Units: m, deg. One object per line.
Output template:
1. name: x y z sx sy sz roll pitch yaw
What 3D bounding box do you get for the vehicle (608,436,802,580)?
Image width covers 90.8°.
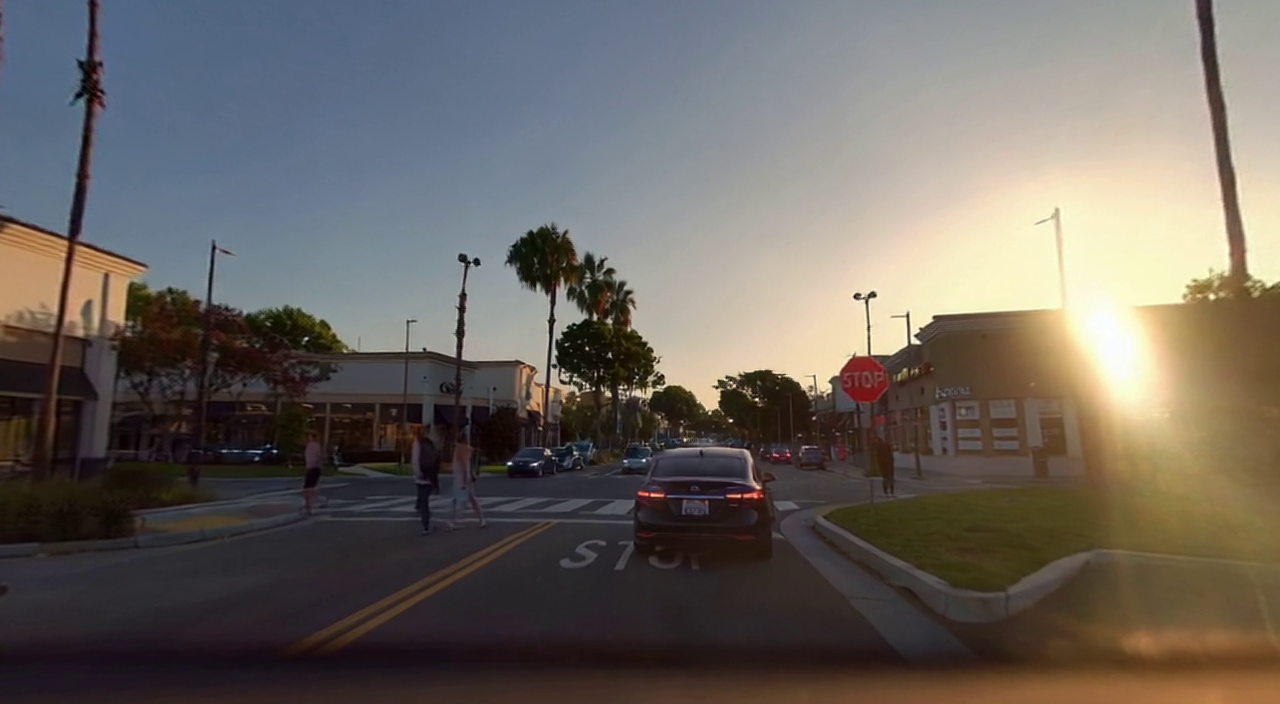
1. vehicle: 0.860 1.946 8.701 2.031 1.479 3.969 -1 -9 6

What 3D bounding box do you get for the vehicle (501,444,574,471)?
1. vehicle: -6.918 7.127 42.866 4.529 1.682 1.895 6 -11 -37
